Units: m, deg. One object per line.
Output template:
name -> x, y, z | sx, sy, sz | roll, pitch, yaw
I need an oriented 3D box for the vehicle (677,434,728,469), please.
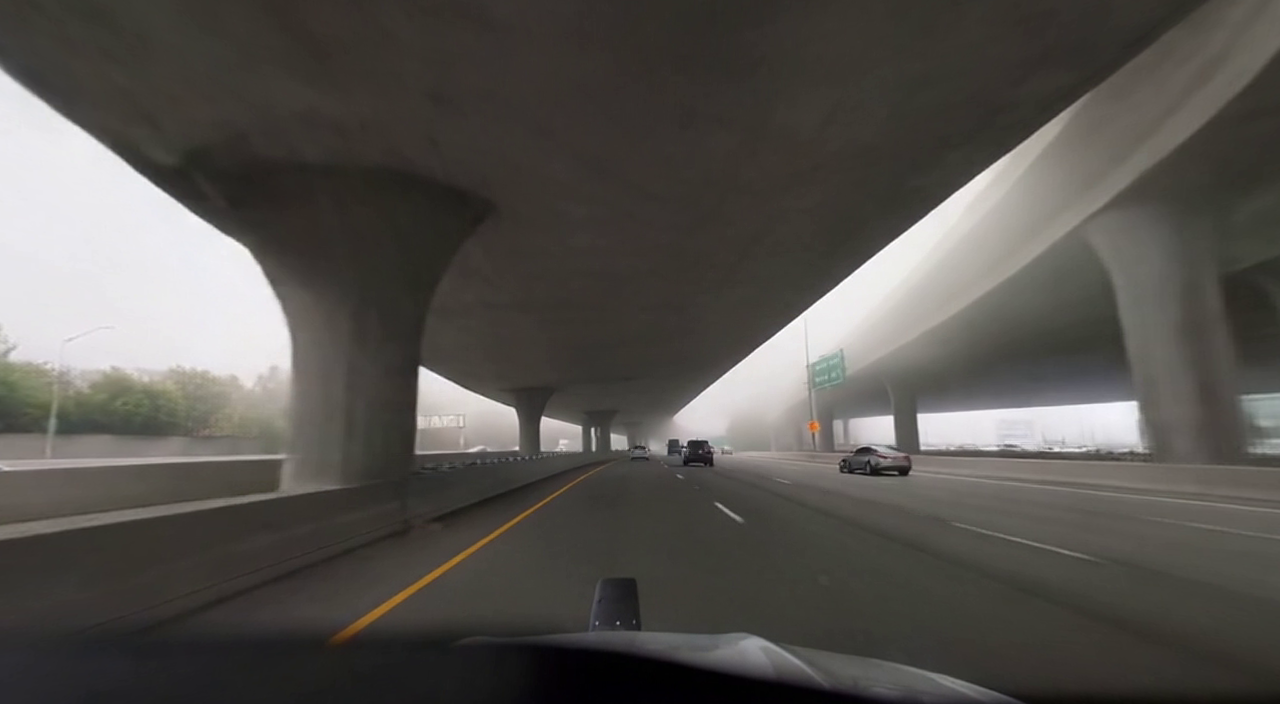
vehicle -> 3.373, 5.522, 35.166 | 2.226, 1.779, 4.835 | 0, -9, -1

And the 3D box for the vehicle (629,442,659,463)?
vehicle -> 0.333, 7.323, 46.036 | 2.046, 1.475, 3.784 | 0, -9, 1
